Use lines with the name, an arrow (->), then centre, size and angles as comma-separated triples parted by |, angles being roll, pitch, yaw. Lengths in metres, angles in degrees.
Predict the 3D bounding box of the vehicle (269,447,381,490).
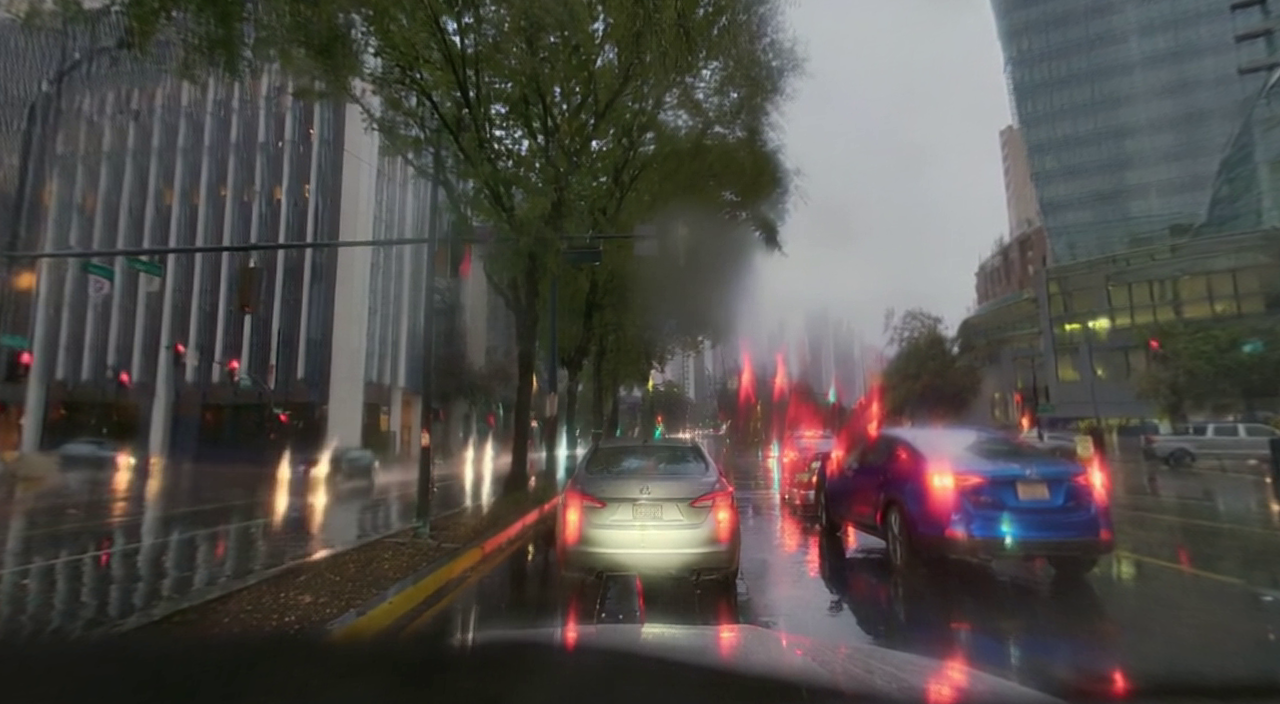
vehicle -> -11.841, 4.395, 24.142 | 1.922, 1.466, 4.422 | 0, -9, 1

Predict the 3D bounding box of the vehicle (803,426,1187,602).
vehicle -> 3.635, 1.735, 7.741 | 2.018, 1.491, 4.544 | 0, -9, -1

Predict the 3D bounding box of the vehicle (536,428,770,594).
vehicle -> 0.090, 1.734, 7.737 | 2.087, 1.468, 4.014 | 0, -9, -1

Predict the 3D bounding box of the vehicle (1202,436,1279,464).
vehicle -> 35.211, 5.631, 36.138 | 4.190, 1.535, 1.998 | 0, -9, -1

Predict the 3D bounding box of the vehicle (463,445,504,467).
vehicle -> -12.078, 8.029, 48.912 | 2.009, 1.642, 4.482 | 0, -9, 0

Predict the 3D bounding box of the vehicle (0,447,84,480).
vehicle -> -35.513, 6.481, 36.807 | 4.147, 1.873, 1.961 | 1, -9, -3

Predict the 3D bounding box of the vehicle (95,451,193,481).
vehicle -> -26.667, 6.106, 34.043 | 3.657, 1.528, 1.783 | 1, -9, -3
